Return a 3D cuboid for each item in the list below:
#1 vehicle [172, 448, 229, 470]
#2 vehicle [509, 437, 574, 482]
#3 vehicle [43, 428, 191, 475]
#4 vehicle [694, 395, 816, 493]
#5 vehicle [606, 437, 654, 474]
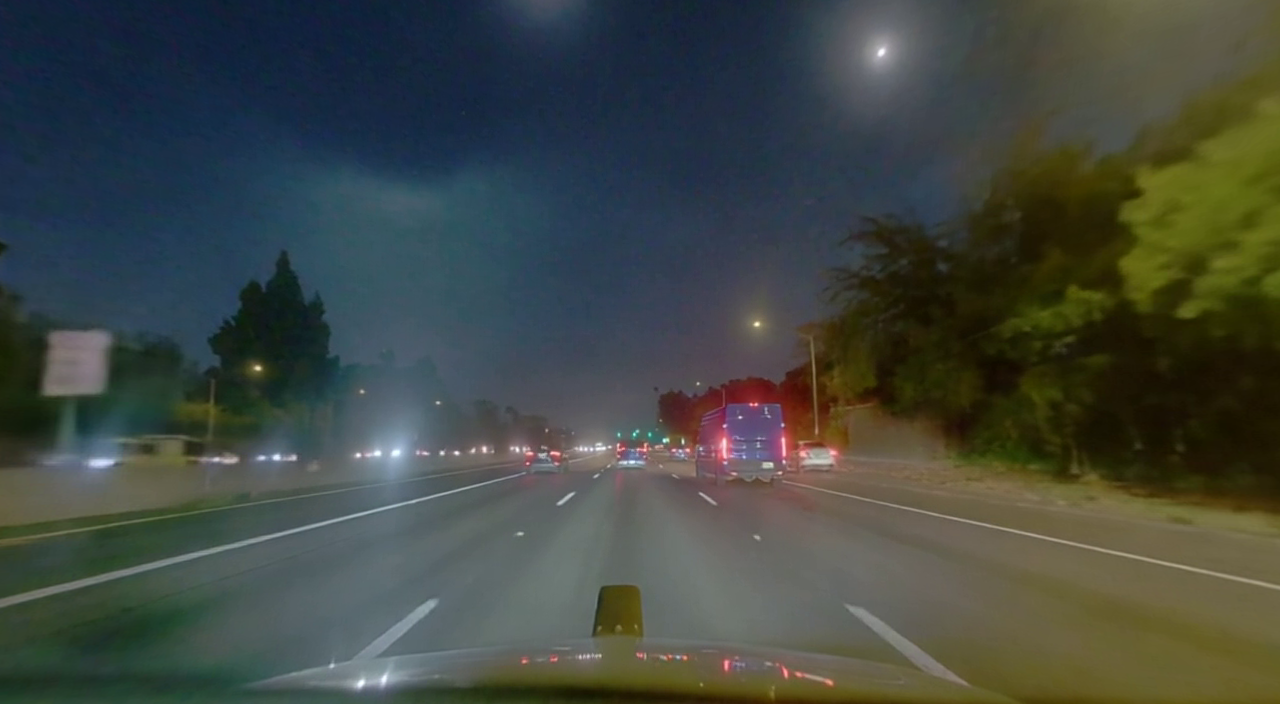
[{"bbox_3d":[-28.753,6.982,41.424,1.469,1.316,3.179,0,-8,0],"label":"vehicle"},{"bbox_3d":[-4.046,4.482,26.706,2.023,1.709,4.263,0,-8,0],"label":"vehicle"},{"bbox_3d":[-17.260,3.309,21.105,1.932,1.435,3.510,0,-8,-1],"label":"vehicle"},{"bbox_3d":[3.489,3.055,20.985,2.631,2.709,6.496,0,-8,-2],"label":"vehicle"},{"bbox_3d":[-0.545,5.351,32.857,2.297,1.783,4.355,0,-8,-1],"label":"vehicle"}]
